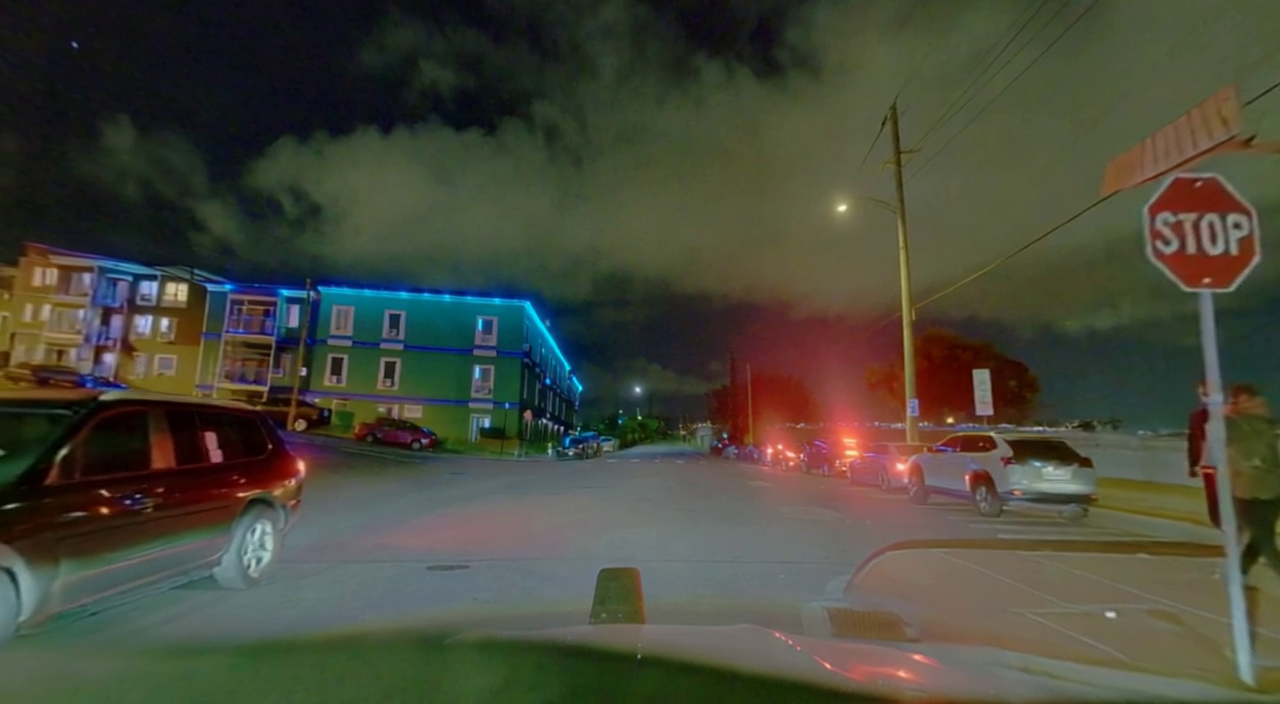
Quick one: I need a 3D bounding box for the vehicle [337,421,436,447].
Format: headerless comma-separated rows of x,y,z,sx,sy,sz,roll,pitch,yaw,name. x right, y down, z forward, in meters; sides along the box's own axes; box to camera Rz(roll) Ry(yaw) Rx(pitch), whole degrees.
-13.624,4.475,34.194,4.603,1.335,1.889,1,-9,-8,vehicle

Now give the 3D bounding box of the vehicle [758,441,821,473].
7.884,5.564,33.738,2.122,1.554,4.777,0,-8,-1,vehicle

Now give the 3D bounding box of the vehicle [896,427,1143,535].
7.476,2.566,13.299,2.181,1.792,5.066,0,-8,2,vehicle

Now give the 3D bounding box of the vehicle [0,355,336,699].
-4.564,1.146,4.915,2.285,1.712,5.200,1,-9,-6,vehicle

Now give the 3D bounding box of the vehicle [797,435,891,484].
7.867,4.178,24.921,1.917,1.704,4.840,0,-9,-2,vehicle
